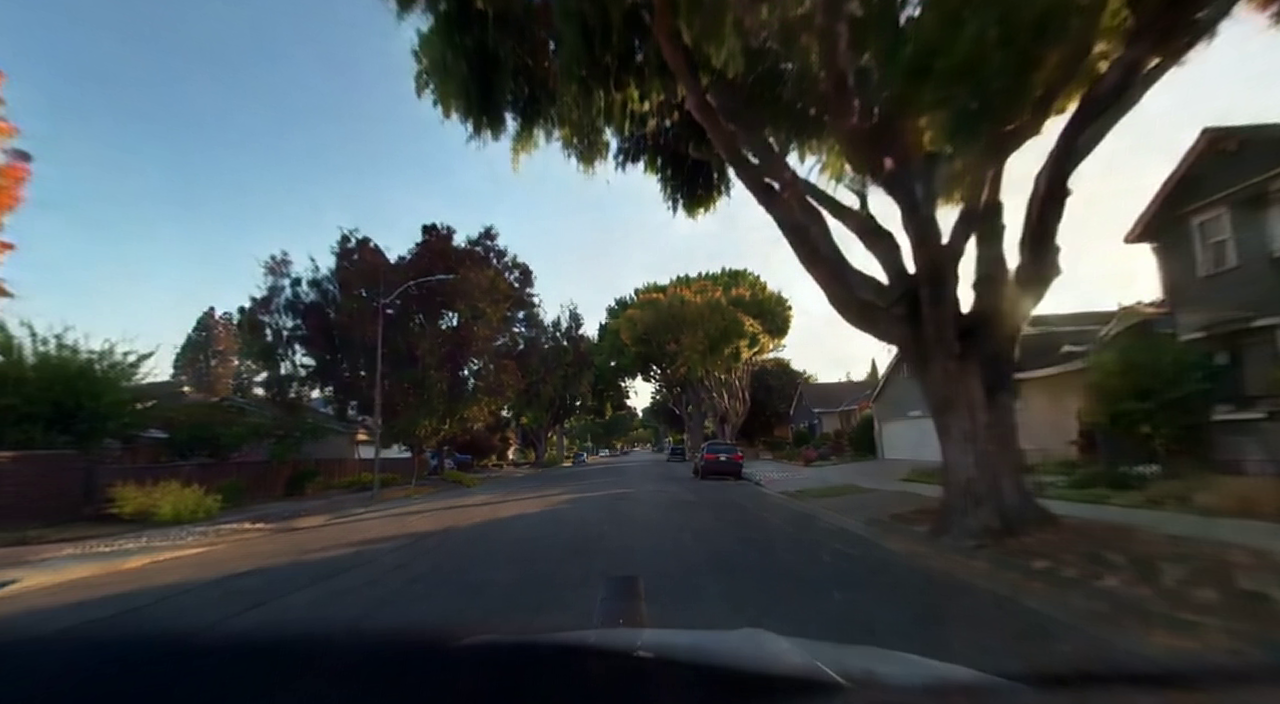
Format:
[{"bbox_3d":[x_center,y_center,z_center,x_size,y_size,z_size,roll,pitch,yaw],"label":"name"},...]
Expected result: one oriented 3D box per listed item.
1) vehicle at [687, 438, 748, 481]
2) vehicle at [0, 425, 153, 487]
[{"bbox_3d":[3.336,4.723,28.013,2.055,1.738,4.448,0,-9,-1],"label":"vehicle"},{"bbox_3d":[-28.712,5.292,31.793,2.735,2.720,6.677,-2,-10,4],"label":"vehicle"}]
